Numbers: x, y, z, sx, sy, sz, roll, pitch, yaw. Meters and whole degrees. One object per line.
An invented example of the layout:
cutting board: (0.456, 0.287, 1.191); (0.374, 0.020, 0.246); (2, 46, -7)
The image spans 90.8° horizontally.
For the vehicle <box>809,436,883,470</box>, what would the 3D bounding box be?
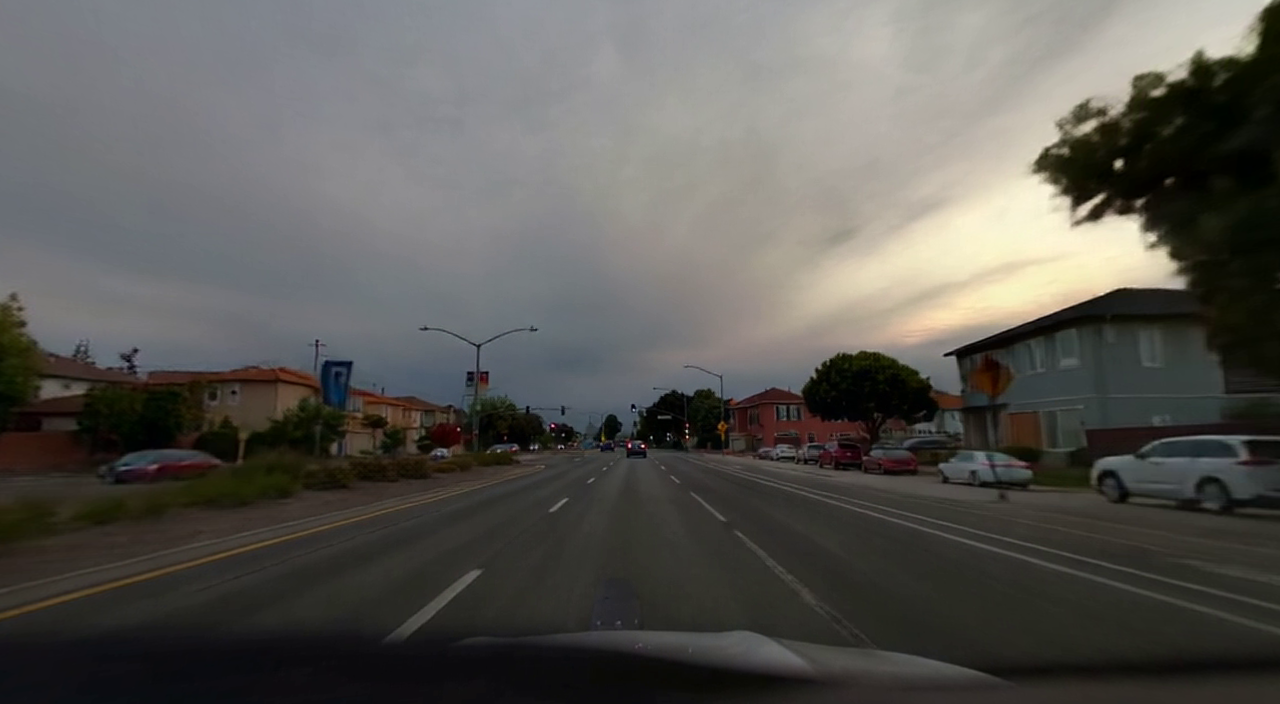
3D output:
vehicle: (12.506, 6.246, 38.907); (2.386, 1.919, 6.109); (-1, -9, -1)

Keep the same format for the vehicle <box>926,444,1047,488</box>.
vehicle: (12.715, 4.177, 23.615); (1.916, 1.452, 4.651); (0, -8, 1)

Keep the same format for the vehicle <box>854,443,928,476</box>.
vehicle: (12.339, 5.321, 31.380); (1.836, 1.448, 4.624); (-1, -9, 1)

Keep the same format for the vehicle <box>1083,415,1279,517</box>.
vehicle: (13.122, 2.484, 14.197); (2.047, 1.950, 5.112); (1, -8, -9)

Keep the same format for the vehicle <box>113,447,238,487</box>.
vehicle: (-19.129, 4.738, 26.315); (1.815, 1.468, 4.398); (0, -8, 1)
